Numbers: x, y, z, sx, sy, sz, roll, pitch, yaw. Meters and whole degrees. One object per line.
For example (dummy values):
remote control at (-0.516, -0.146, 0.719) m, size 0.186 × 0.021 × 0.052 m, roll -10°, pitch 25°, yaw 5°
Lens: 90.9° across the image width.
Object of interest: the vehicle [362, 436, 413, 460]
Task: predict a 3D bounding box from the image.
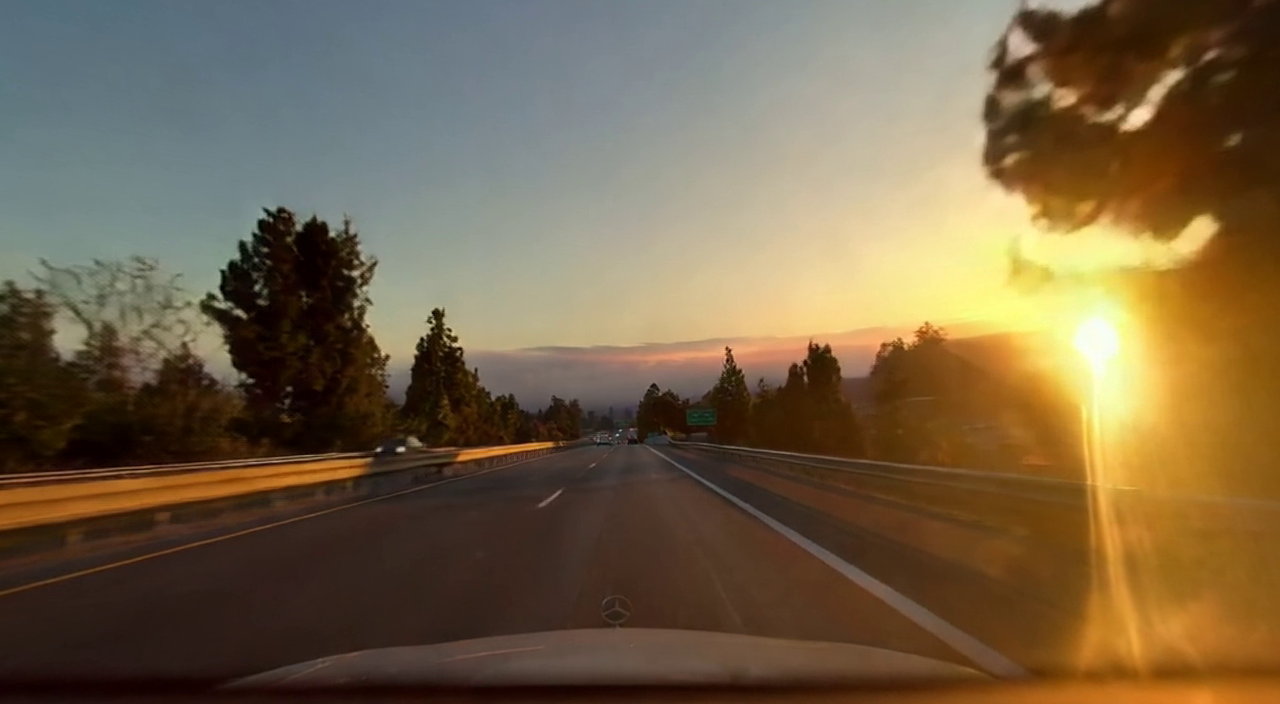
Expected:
vehicle at (-16.973, 6.446, 42.529) m, size 1.846 × 1.553 × 3.782 m, roll 0°, pitch -7°, yaw 0°
